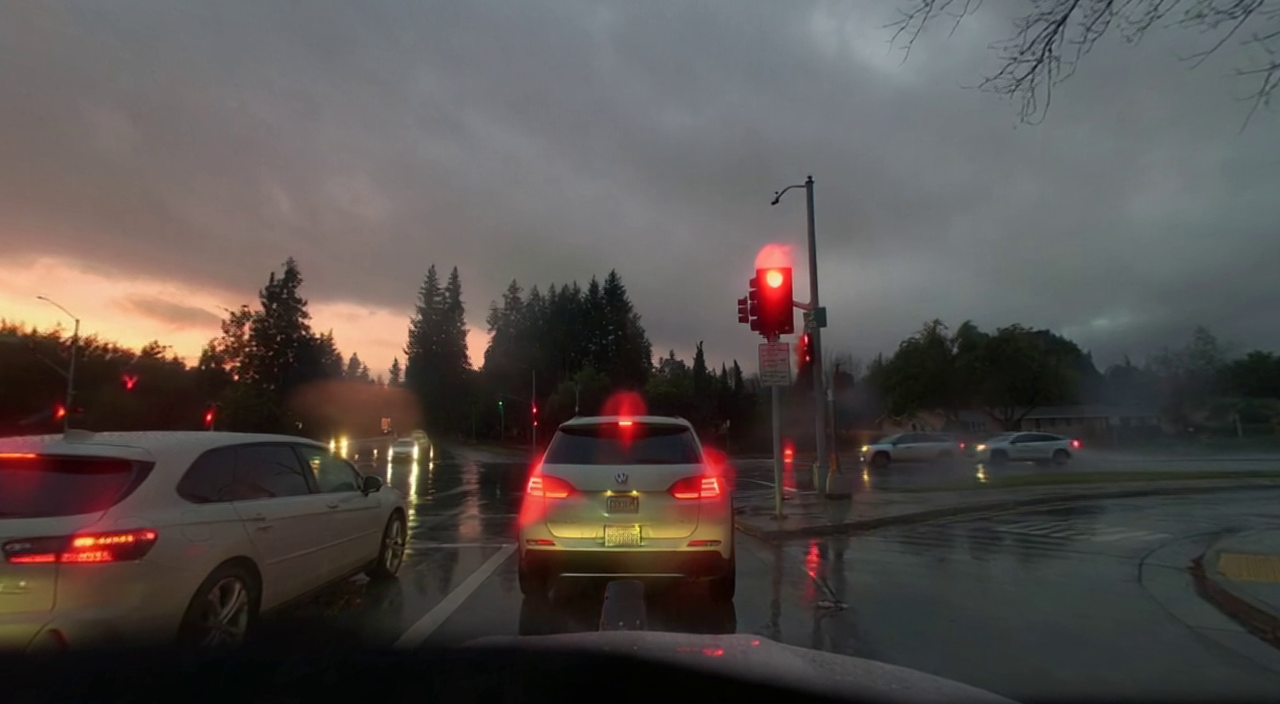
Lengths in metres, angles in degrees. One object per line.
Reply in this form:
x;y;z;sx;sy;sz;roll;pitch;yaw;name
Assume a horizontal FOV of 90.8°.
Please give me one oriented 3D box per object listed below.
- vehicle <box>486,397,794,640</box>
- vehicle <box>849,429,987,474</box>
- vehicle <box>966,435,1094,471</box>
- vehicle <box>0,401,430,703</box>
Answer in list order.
-0.142;1.469;6.572;2.154;1.670;4.140;1;-9;-4;vehicle
11.688;4.224;26.907;4.887;1.769;2.035;-1;-9;6;vehicle
18.174;4.719;29.654;4.639;1.621;1.867;-1;-9;6;vehicle
-3.299;1.271;4.727;2.035;1.492;4.415;0;-9;-2;vehicle
